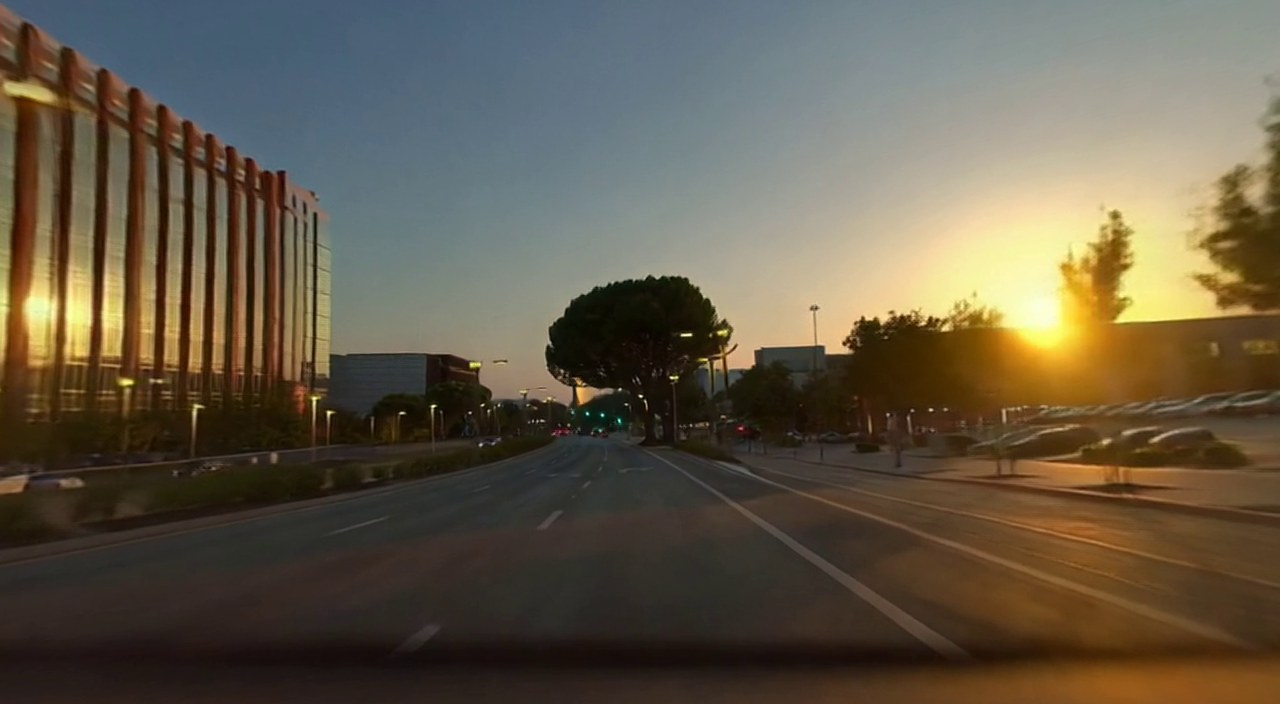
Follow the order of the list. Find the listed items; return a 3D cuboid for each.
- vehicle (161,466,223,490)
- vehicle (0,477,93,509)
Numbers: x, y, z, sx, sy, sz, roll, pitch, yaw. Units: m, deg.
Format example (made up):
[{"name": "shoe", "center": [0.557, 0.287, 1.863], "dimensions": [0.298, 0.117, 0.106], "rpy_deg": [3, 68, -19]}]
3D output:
[{"name": "vehicle", "center": [-32.966, 9.274, 46.628], "dimensions": [1.794, 1.427, 3.715], "rpy_deg": [3, -8, 0]}, {"name": "vehicle", "center": [-32.869, 7.696, 34.791], "dimensions": [1.743, 1.435, 4.183], "rpy_deg": [0, -9, -1]}]
